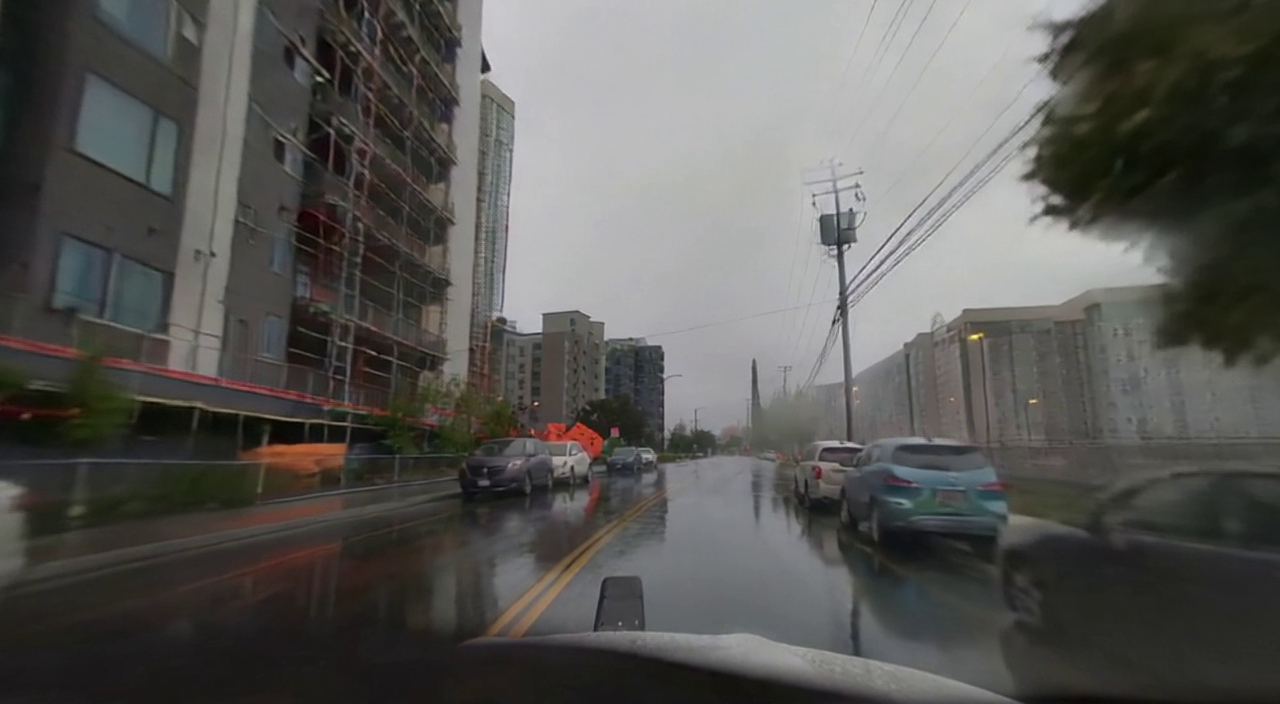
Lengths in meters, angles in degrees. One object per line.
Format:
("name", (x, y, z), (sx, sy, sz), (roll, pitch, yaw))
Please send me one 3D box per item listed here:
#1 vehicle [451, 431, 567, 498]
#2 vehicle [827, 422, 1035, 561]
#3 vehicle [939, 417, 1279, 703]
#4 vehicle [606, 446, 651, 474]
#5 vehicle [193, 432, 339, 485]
("vehicle", (-4.029, 3.581, 20.339), (1.953, 1.871, 4.712), (-2, -9, 11))
("vehicle", (4.685, 2.269, 11.077), (1.918, 1.848, 4.946), (-1, -9, 8))
("vehicle", (3.930, 1.217, 3.554), (2.170, 1.602, 5.190), (-1, -9, 3))
("vehicle", (-0.678, 6.804, 40.010), (1.998, 1.633, 4.673), (-2, -9, 10))
("vehicle", (-12.926, 3.703, 22.147), (1.948, 1.660, 4.316), (-2, -9, 11))
